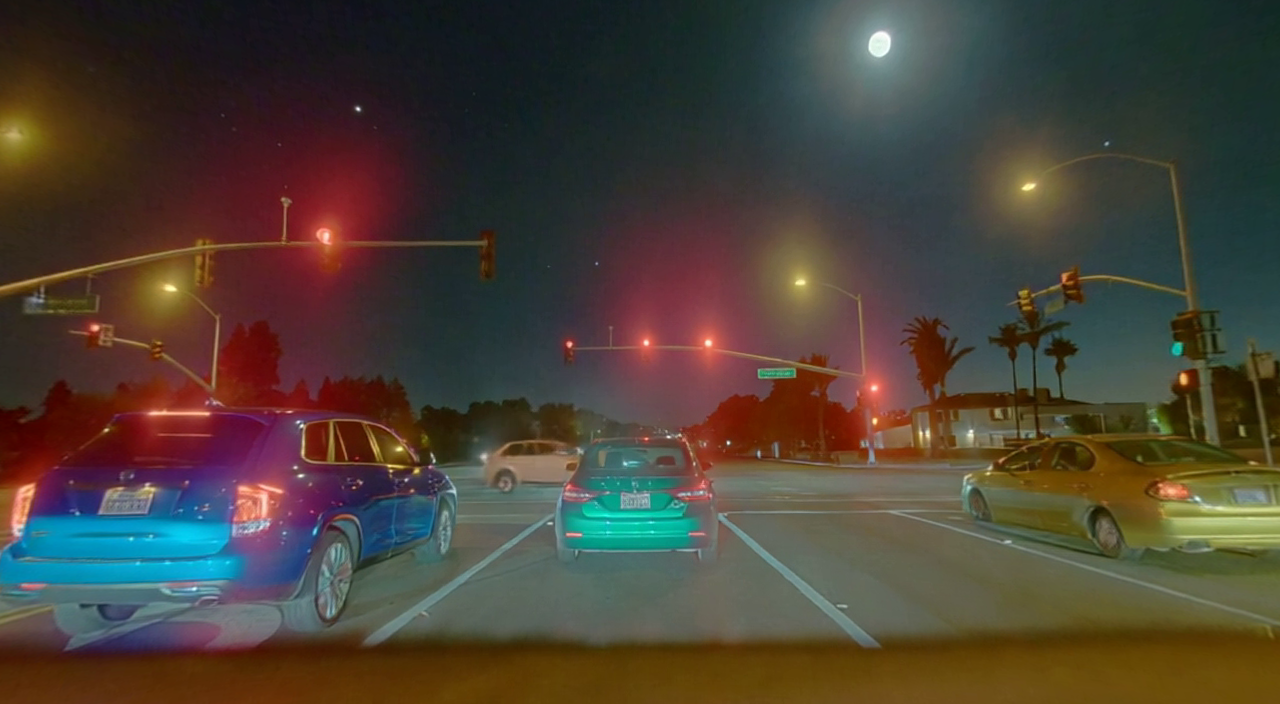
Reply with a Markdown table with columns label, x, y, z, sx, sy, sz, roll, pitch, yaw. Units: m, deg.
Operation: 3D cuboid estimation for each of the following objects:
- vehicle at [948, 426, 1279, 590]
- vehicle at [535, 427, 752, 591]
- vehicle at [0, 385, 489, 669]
| label | x | y | z | sx | sy | sz | roll | pitch | yaw |
| --- | --- | --- | --- | --- | --- | --- | --- | --- | --- |
| vehicle | 6.094 | 1.764 | 8.109 | 1.970 | 1.489 | 4.482 | 0 | -8 | -1 |
| vehicle | 0.000 | 1.707 | 7.720 | 1.942 | 1.445 | 3.973 | 0 | -8 | -1 |
| vehicle | -3.103 | 1.372 | 6.089 | 2.051 | 1.682 | 4.467 | 0 | -8 | 2 |
